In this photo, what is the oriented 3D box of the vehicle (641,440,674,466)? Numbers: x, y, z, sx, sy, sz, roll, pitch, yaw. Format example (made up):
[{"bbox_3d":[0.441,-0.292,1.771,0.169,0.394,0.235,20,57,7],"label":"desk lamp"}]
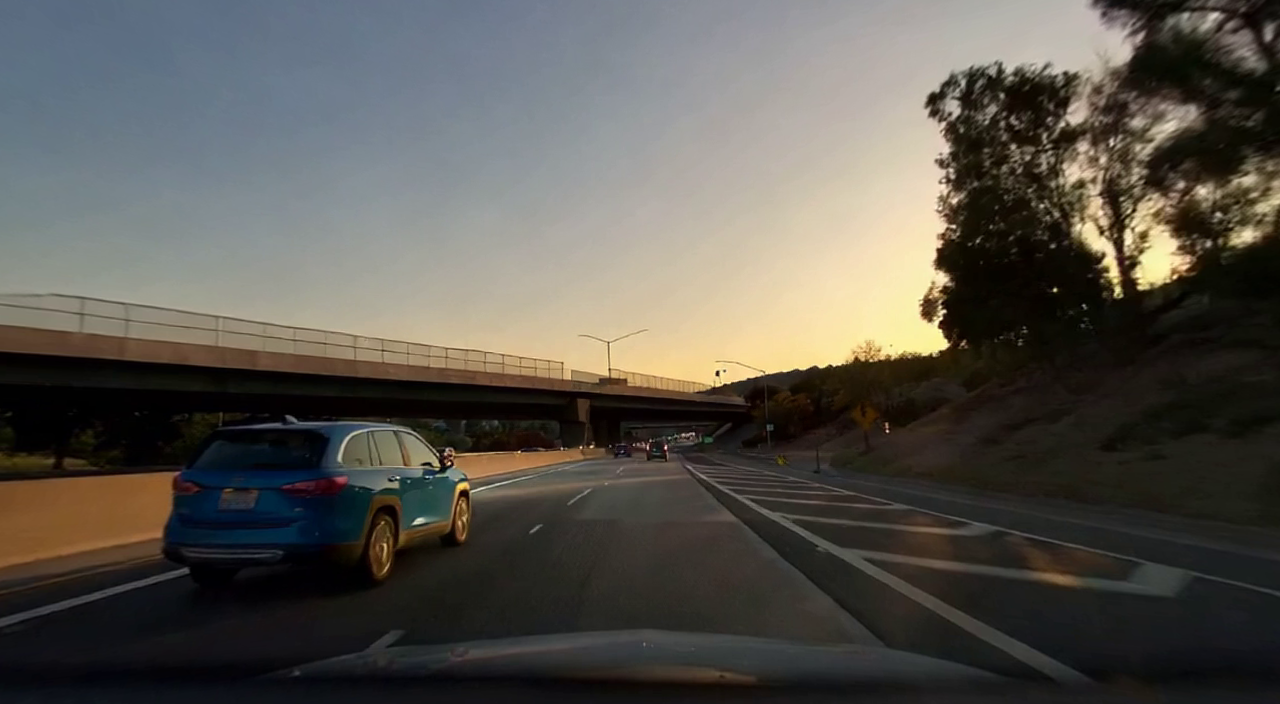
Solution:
[{"bbox_3d":[1.122,6.740,42.053,2.073,1.621,3.993,0,-8,0],"label":"vehicle"}]

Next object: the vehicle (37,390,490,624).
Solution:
[{"bbox_3d":[-3.316,1.475,6.956,2.143,1.693,4.513,0,-9,1],"label":"vehicle"}]
